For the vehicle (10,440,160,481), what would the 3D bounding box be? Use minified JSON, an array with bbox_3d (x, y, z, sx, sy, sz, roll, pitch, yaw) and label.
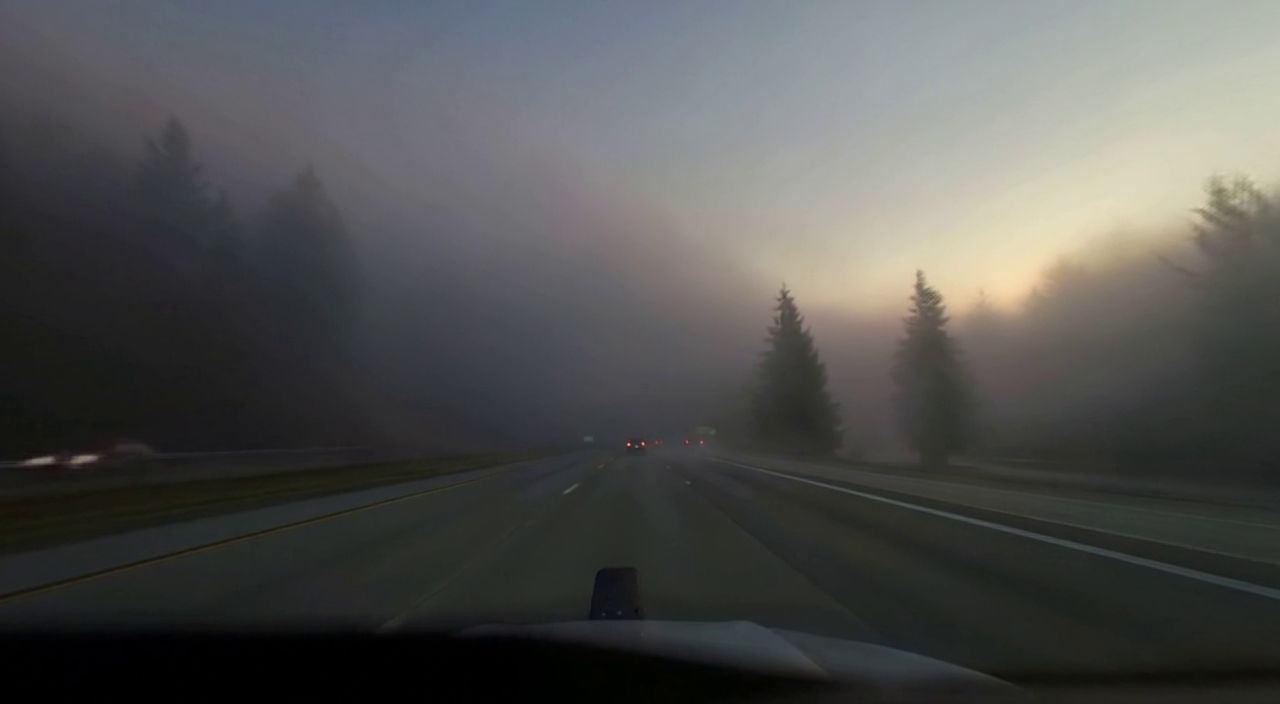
[{"bbox_3d":[-21.929,4.286,25.271,1.960,1.473,4.445,0,-9,0],"label":"vehicle"}]
